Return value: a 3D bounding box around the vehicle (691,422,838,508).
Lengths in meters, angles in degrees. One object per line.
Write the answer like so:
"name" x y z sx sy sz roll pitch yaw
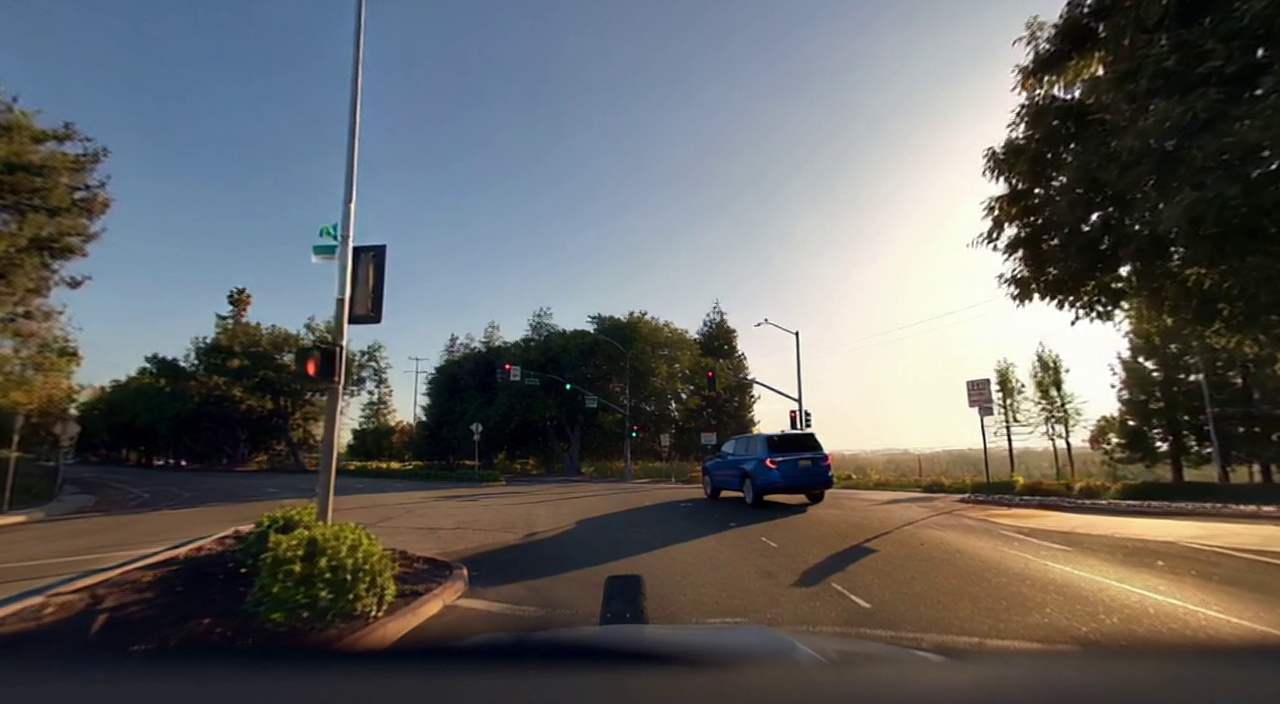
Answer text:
"vehicle" 2.832 2.741 15.760 2.284 1.788 4.871 0 -8 -5
